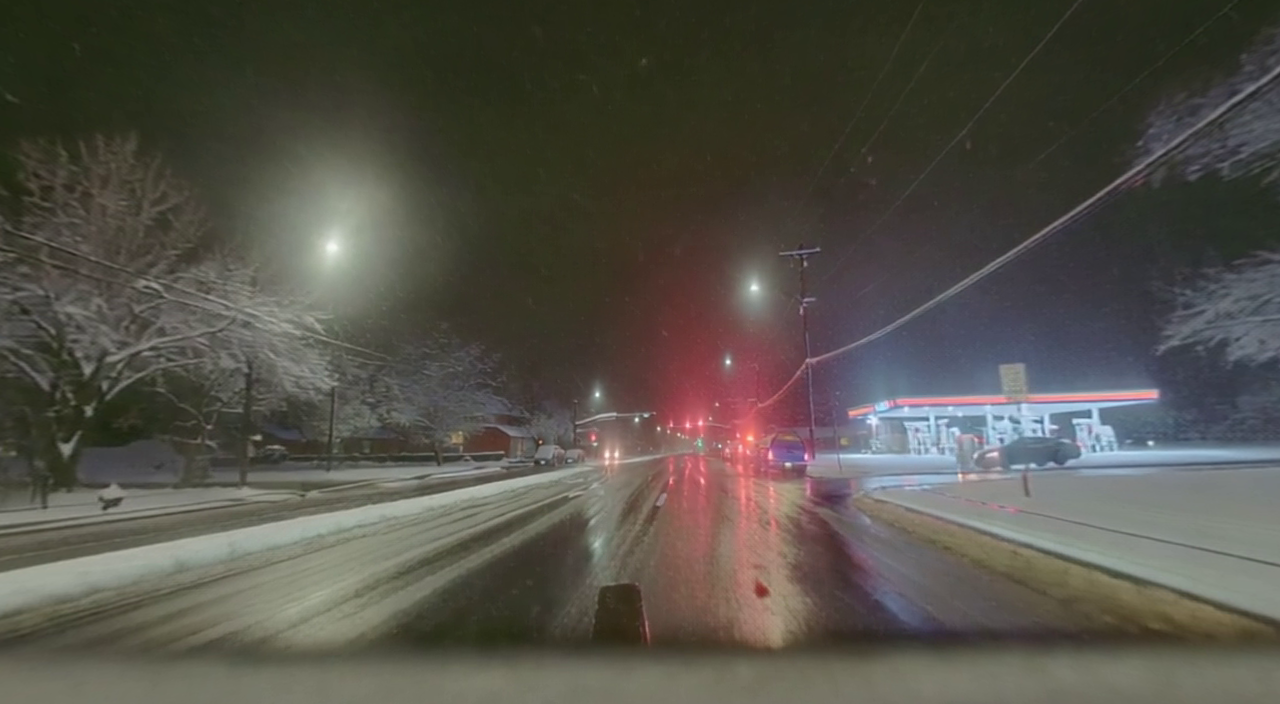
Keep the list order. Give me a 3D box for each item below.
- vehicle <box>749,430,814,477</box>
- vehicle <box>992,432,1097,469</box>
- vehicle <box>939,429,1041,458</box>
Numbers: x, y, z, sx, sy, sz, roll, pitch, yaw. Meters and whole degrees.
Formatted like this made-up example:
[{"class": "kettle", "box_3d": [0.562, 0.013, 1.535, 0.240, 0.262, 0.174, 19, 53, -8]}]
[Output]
[{"class": "vehicle", "box_3d": [6.212, 4.532, 28.366, 2.194, 1.896, 5.049, -1, -8, 6]}, {"class": "vehicle", "box_3d": [16.836, 4.124, 26.587, 1.919, 1.411, 4.440, -1, -8, 7]}, {"class": "vehicle", "box_3d": [19.366, 5.084, 35.113, 4.421, 1.548, 2.061, -1, -8, 7]}]
